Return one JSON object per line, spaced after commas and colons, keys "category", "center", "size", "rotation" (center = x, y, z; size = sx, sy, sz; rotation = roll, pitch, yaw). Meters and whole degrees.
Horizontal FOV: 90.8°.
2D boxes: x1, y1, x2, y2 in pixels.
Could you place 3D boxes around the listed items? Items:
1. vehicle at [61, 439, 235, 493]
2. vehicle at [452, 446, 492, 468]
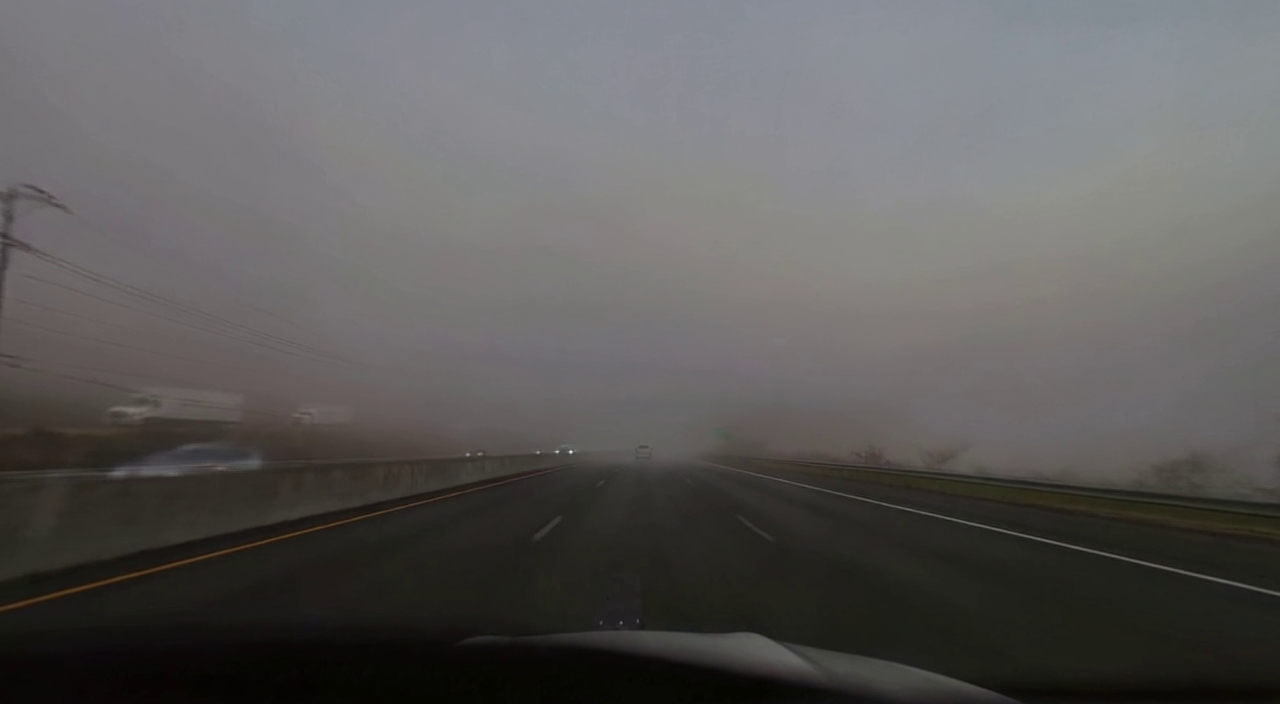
{"category": "vehicle", "center": [-14.750, 3.425, 19.303], "size": [1.822, 1.434, 4.298], "rotation": [0, -9, 0]}
{"category": "vehicle", "center": [-11.078, 6.971, 41.875], "size": [1.551, 1.382, 3.595], "rotation": [0, -10, 2]}
